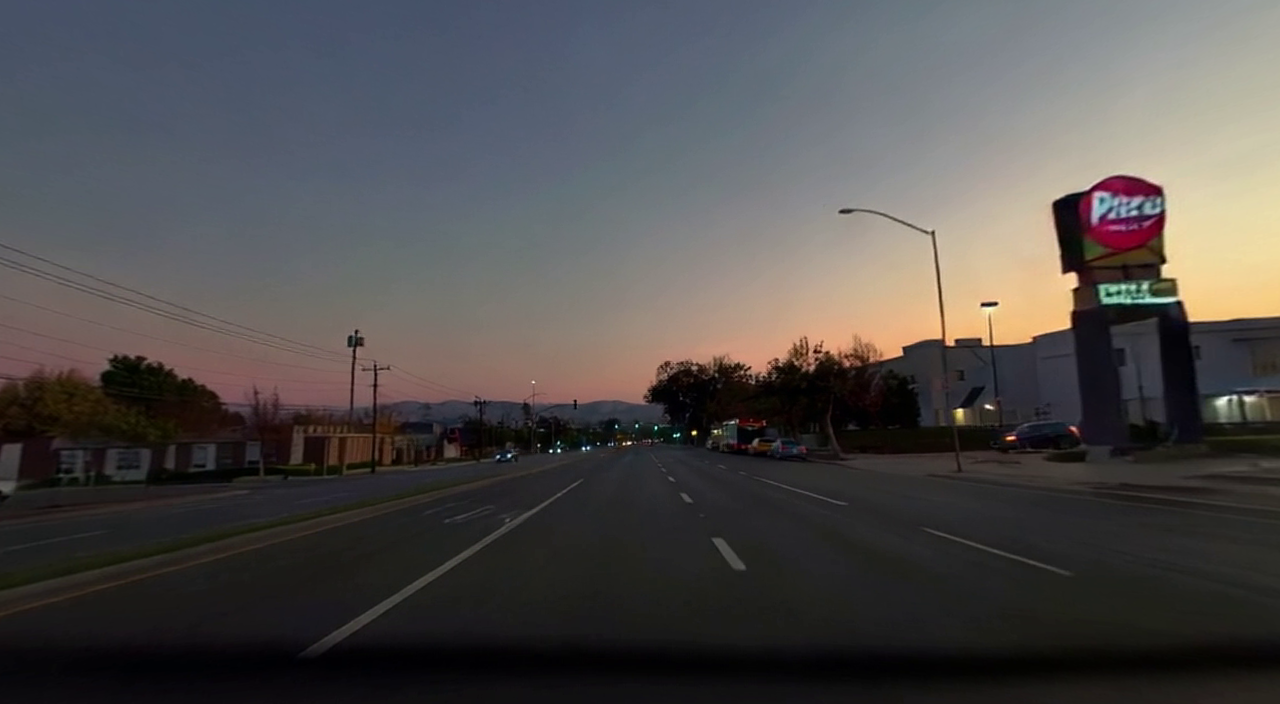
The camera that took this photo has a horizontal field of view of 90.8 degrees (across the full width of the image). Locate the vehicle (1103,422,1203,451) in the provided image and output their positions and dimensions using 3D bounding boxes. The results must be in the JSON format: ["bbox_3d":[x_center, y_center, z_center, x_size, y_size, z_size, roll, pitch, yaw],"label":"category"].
[{"bbox_3d":[28.528,4.761,35.306,1.811,1.478,4.266,-1,-8,-4],"label":"vehicle"}]

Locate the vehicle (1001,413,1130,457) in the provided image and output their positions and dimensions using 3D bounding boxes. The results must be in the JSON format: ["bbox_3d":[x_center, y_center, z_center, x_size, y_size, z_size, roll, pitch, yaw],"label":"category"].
[{"bbox_3d":[23.257,4.595,35.024,2.529,2.138,6.511,-1,-7,-1],"label":"vehicle"}]

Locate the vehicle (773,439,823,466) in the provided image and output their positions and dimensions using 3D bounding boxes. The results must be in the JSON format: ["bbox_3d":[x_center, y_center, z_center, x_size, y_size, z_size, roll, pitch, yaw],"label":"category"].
[{"bbox_3d":[10.262,6.555,41.362,2.085,1.630,4.403,0,-8,-1],"label":"vehicle"}]
